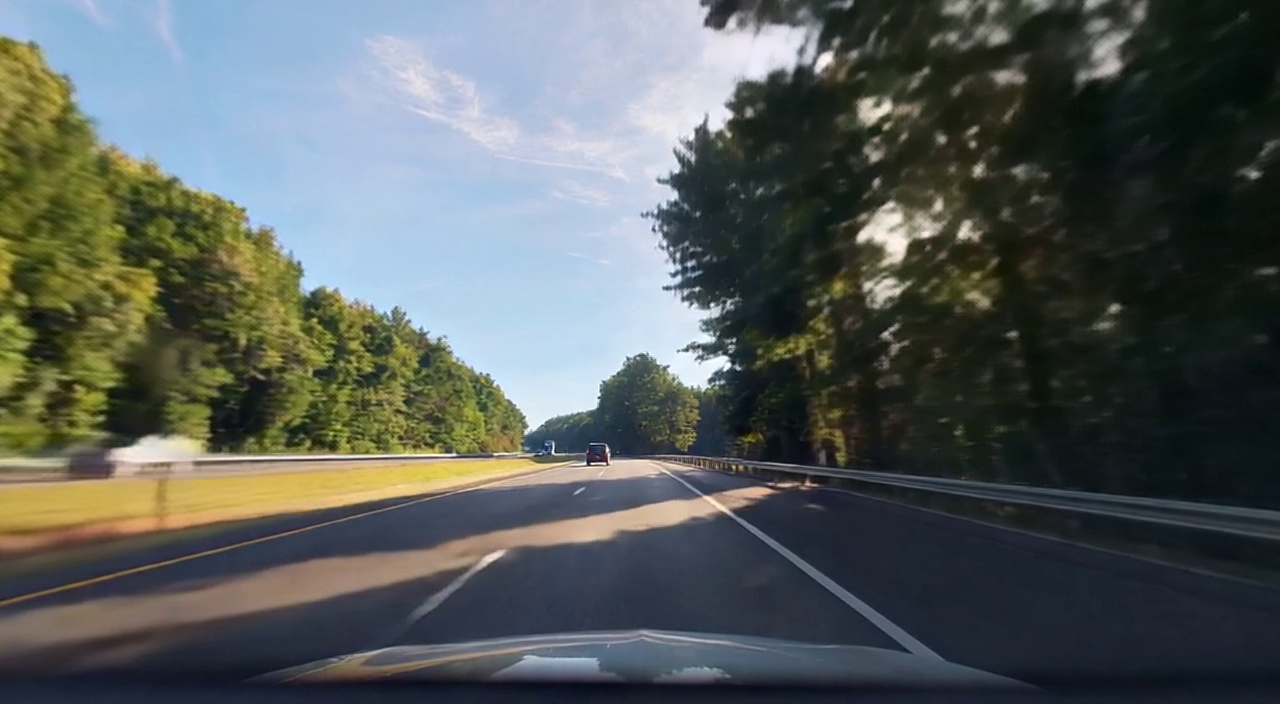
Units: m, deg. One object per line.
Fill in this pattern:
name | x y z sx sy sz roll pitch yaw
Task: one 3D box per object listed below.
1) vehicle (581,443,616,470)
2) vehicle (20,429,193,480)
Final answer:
vehicle | -2.865 7.373 44.458 2.135 1.755 4.476 0 -9 0
vehicle | -16.578 3.236 19.902 1.930 1.422 3.999 0 -9 0
